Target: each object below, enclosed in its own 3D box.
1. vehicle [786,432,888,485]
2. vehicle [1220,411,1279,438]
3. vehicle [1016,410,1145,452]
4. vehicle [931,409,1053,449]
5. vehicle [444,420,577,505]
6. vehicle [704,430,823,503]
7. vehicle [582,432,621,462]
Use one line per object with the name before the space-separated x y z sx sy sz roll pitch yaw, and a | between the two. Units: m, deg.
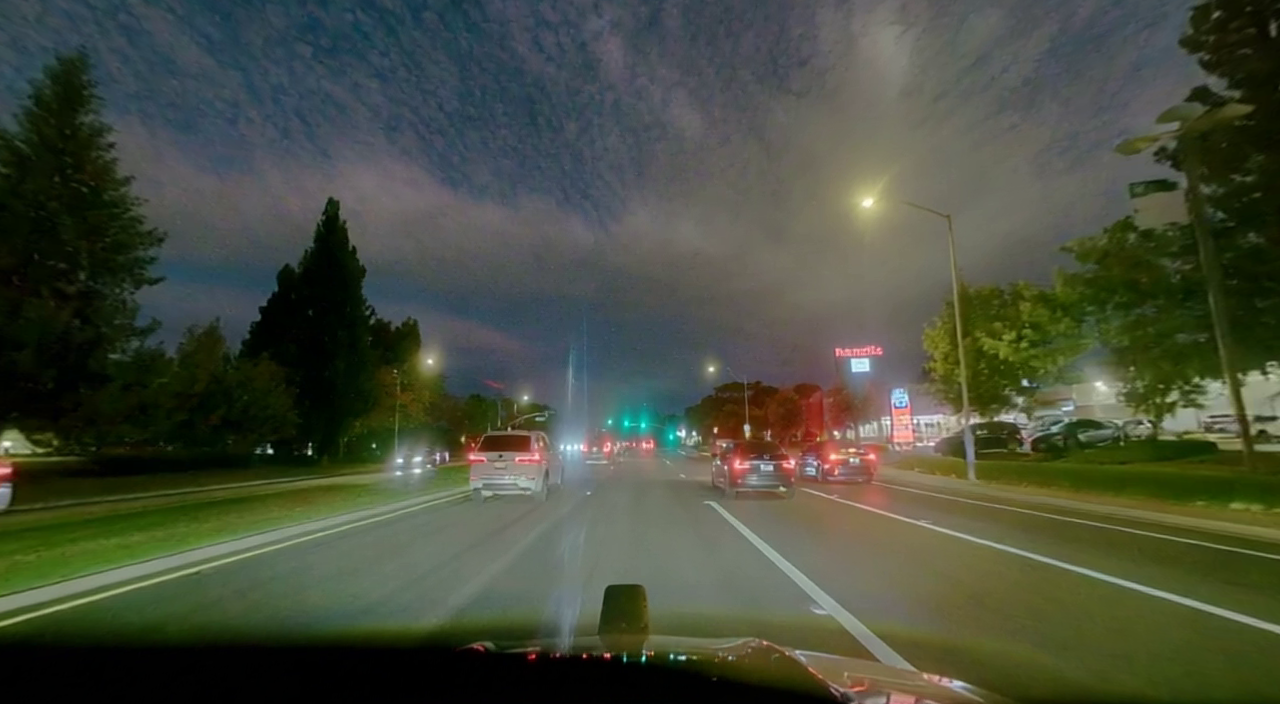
vehicle | 6.378 3.503 21.028 1.881 1.540 4.750 0 -9 0
vehicle | 38.329 4.273 37.789 2.059 1.432 4.610 1 -10 -25
vehicle | 17.096 3.111 24.434 4.698 1.495 2.125 4 -10 -29
vehicle | 16.815 3.723 30.141 4.953 1.804 2.337 3 -9 -21
vehicle | -2.869 2.592 15.117 2.141 1.719 4.379 0 -9 2
vehicle | 2.813 2.721 15.417 2.004 1.512 4.206 0 -9 0
vehicle | -2.409 6.105 40.550 2.117 1.799 4.442 0 -9 1
